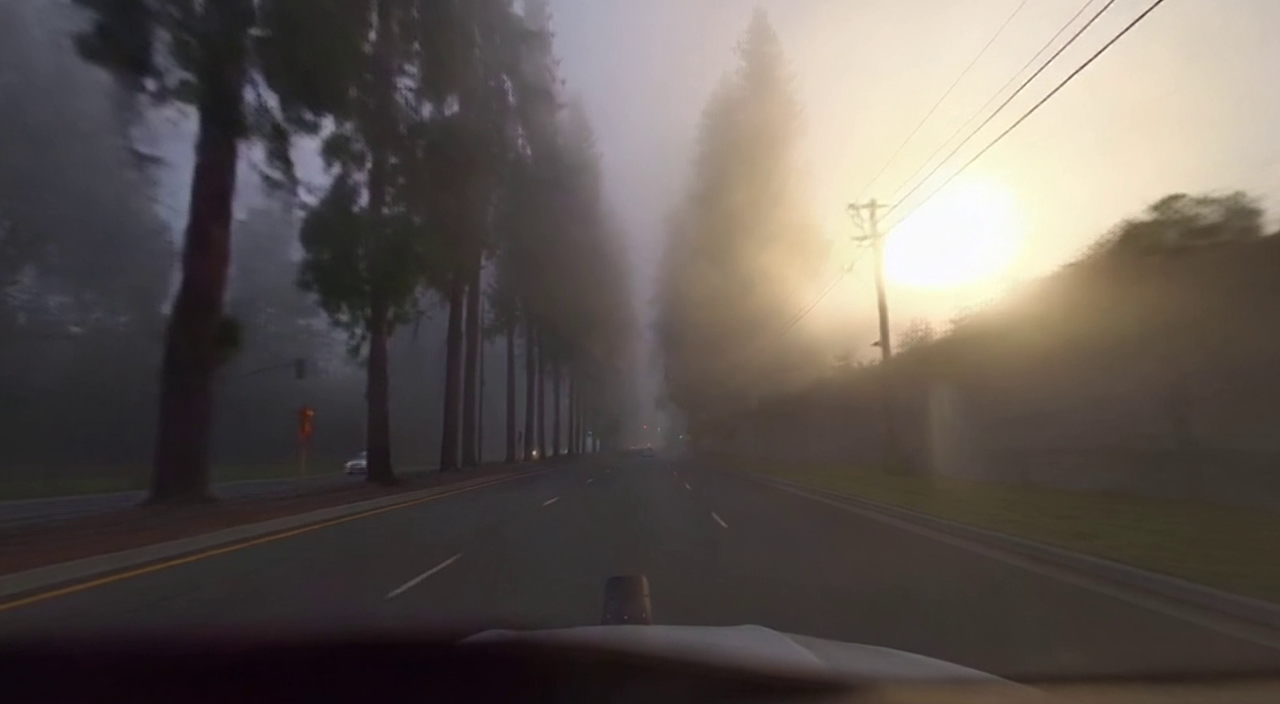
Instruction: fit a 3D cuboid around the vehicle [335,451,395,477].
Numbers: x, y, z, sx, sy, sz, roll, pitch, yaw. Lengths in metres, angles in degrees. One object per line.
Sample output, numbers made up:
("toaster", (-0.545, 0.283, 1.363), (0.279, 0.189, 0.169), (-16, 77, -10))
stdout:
("vehicle", (-18.104, 7.380, 41.757), (1.930, 1.608, 4.414), (0, -8, 0))
